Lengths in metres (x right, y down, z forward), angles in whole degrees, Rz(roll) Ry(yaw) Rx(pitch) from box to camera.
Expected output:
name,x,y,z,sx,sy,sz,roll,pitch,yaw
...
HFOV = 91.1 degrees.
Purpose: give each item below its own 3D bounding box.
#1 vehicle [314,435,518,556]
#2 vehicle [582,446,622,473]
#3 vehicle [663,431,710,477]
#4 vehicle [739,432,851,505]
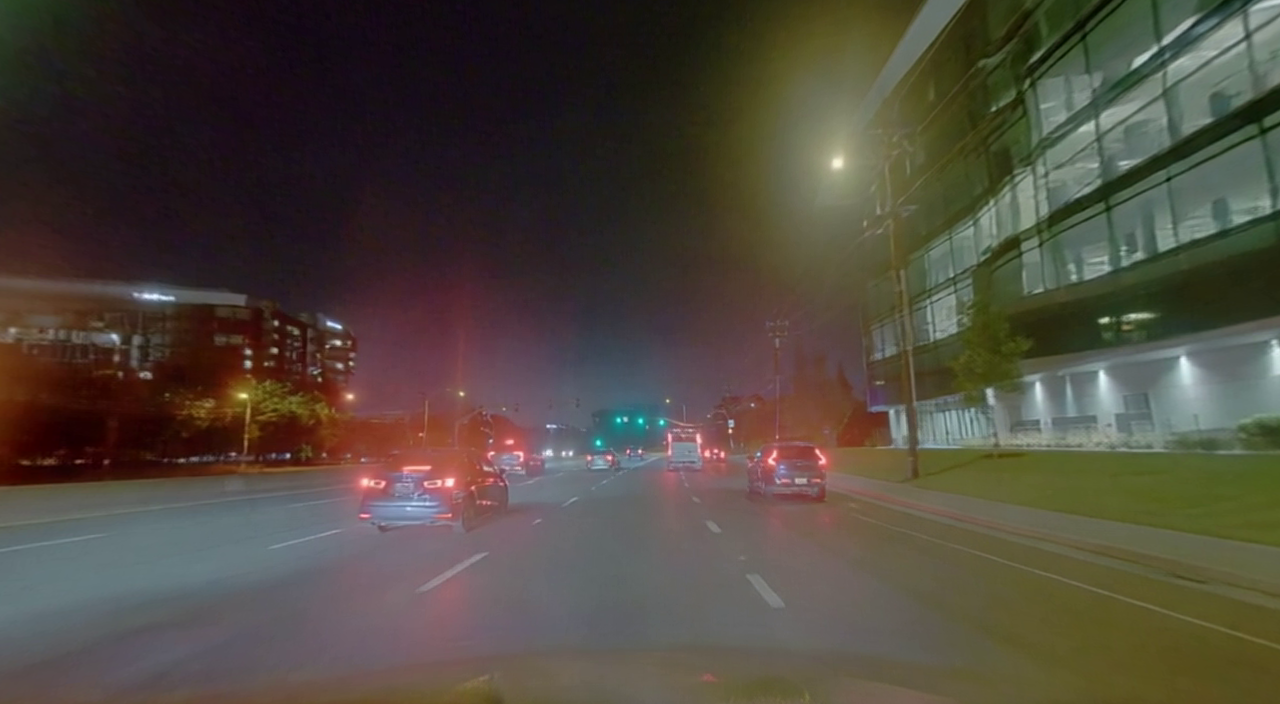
name,x,y,z,sx,sy,sz,roll,pitch,yaw
vehicle,-3.460,2.252,10.550,1.934,1.643,3.718,0,-9,2
vehicle,-2.329,6.673,39.293,1.984,1.567,4.311,-1,-9,4
vehicle,2.809,5.860,36.432,2.457,2.440,5.486,-1,-9,7
vehicle,4.497,3.444,19.033,2.283,1.923,4.427,0,-9,1
